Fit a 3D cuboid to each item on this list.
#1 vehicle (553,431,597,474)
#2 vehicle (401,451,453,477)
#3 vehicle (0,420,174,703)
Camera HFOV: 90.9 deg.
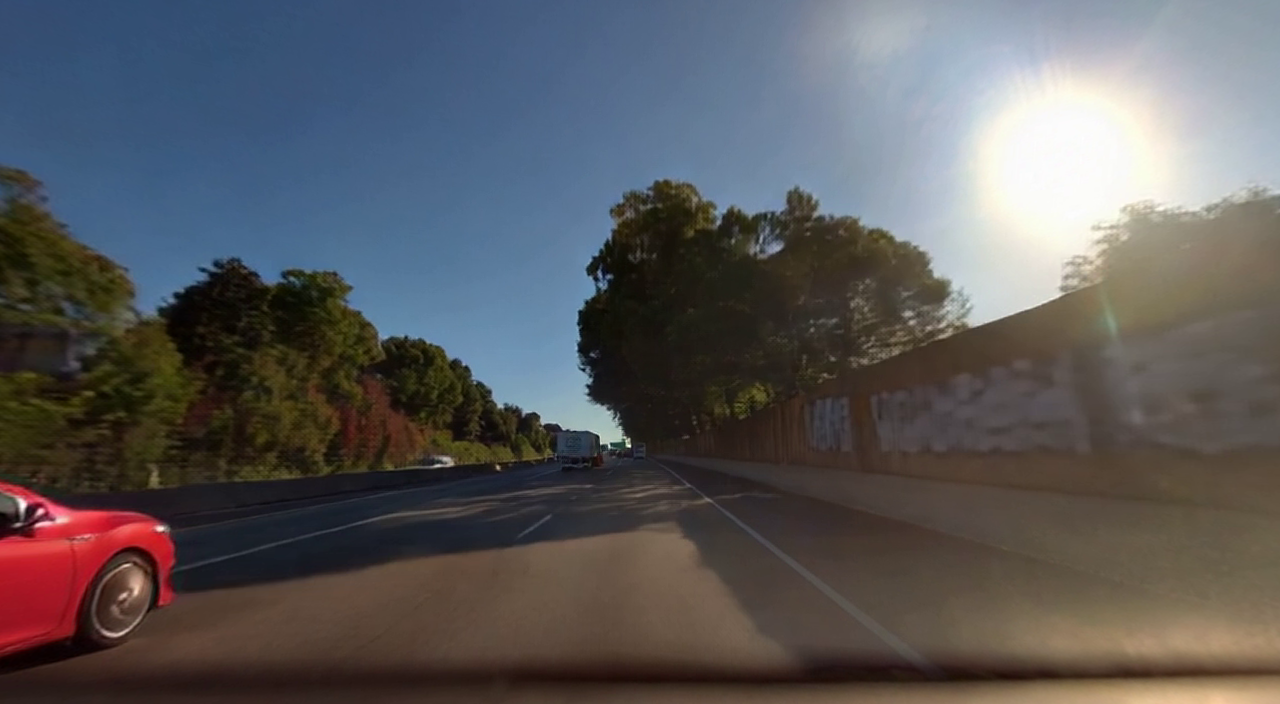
[{"bbox_3d":[-4.118,6.488,40.707,2.305,2.517,5.486,0,-9,0],"label":"vehicle"},{"bbox_3d":[-13.193,6.938,39.239,1.822,1.492,4.091,0,-9,0],"label":"vehicle"},{"bbox_3d":[-4.413,0.947,2.260,2.024,1.476,4.466,0,-9,1],"label":"vehicle"}]
